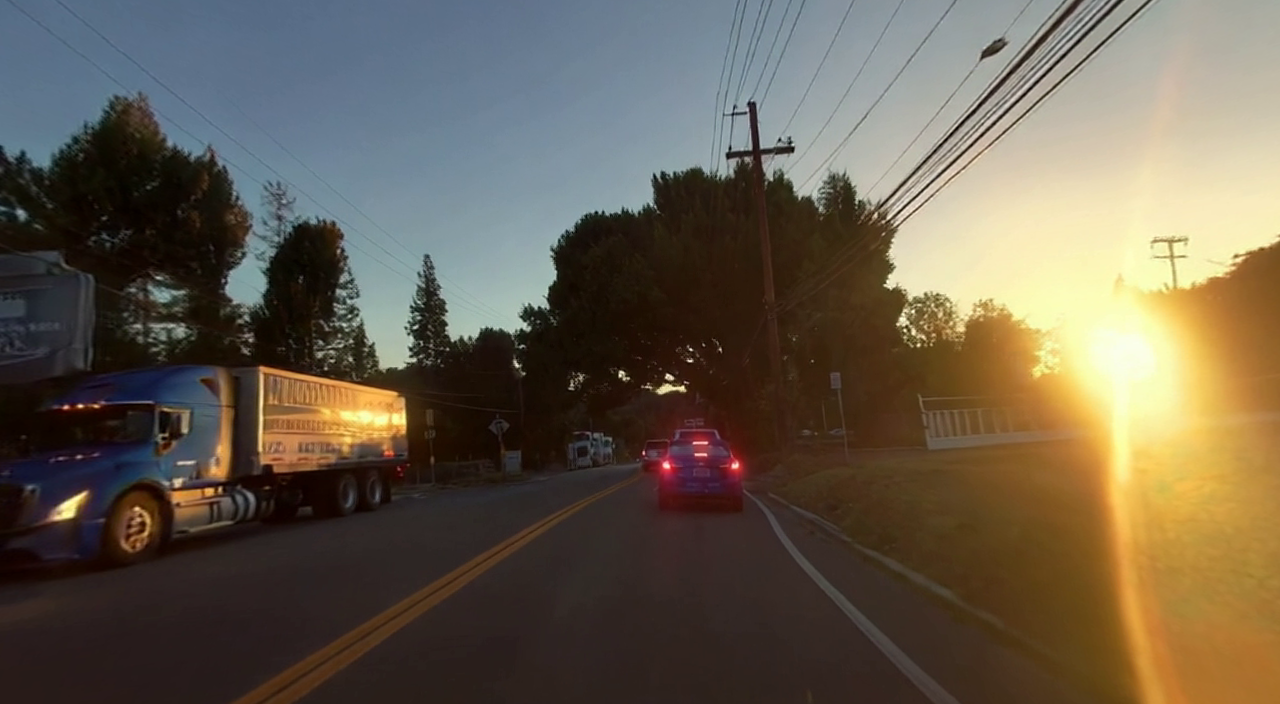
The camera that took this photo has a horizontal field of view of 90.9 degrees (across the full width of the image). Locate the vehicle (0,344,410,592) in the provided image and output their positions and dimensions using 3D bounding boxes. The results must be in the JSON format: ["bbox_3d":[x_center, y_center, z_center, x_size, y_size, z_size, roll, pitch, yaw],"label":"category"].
[{"bbox_3d":[-8.087,1.943,12.132,3.395,3.071,7.634,-7,-6,8],"label":"vehicle"}]

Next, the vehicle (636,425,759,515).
[{"bbox_3d":[1.074,2.277,12.616,2.081,1.503,3.726,-1,-8,3],"label":"vehicle"}]
